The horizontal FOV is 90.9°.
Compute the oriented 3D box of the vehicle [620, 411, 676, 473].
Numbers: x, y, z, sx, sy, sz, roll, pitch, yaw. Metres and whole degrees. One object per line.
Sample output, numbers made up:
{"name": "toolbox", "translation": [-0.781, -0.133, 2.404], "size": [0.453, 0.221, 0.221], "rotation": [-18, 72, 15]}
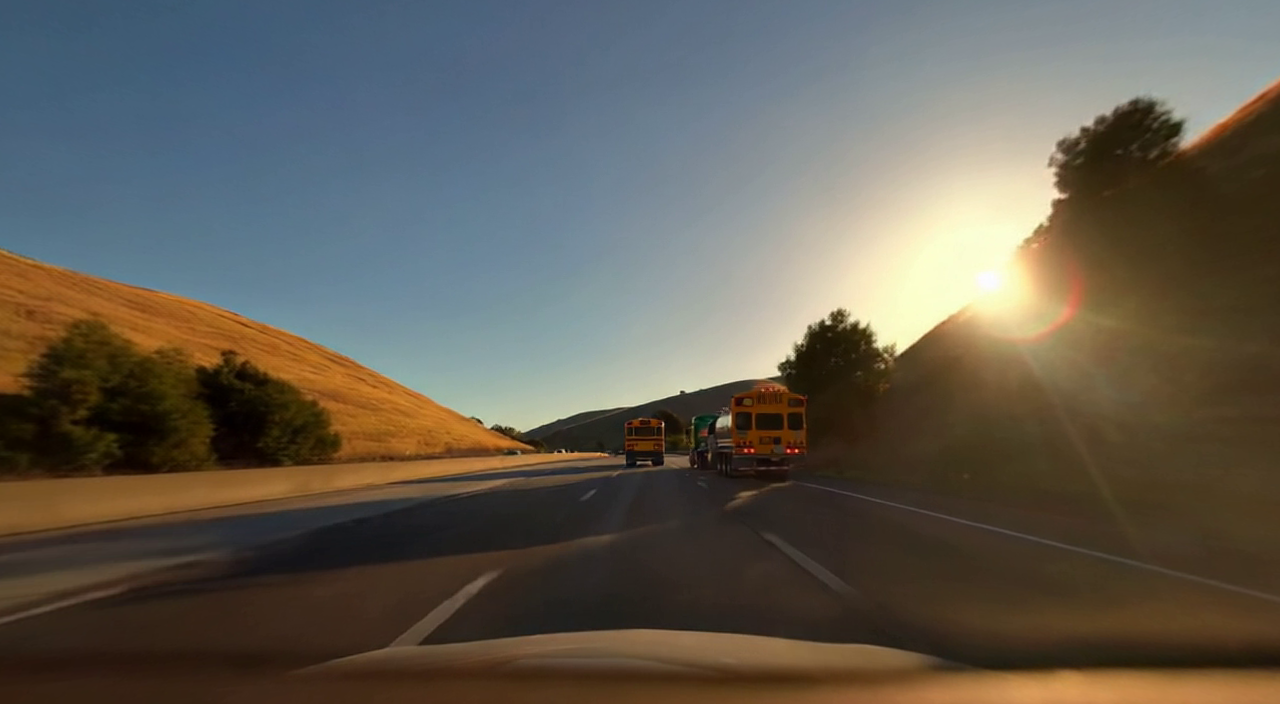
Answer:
{"name": "vehicle", "translation": [0.453, 5.575, 38.840], "size": [2.948, 3.265, 10.569], "rotation": [0, -8, 0]}

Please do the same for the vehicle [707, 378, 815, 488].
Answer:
{"name": "vehicle", "translation": [4.438, 3.222, 24.819], "size": [2.716, 3.705, 7.018], "rotation": [0, -8, -1]}
